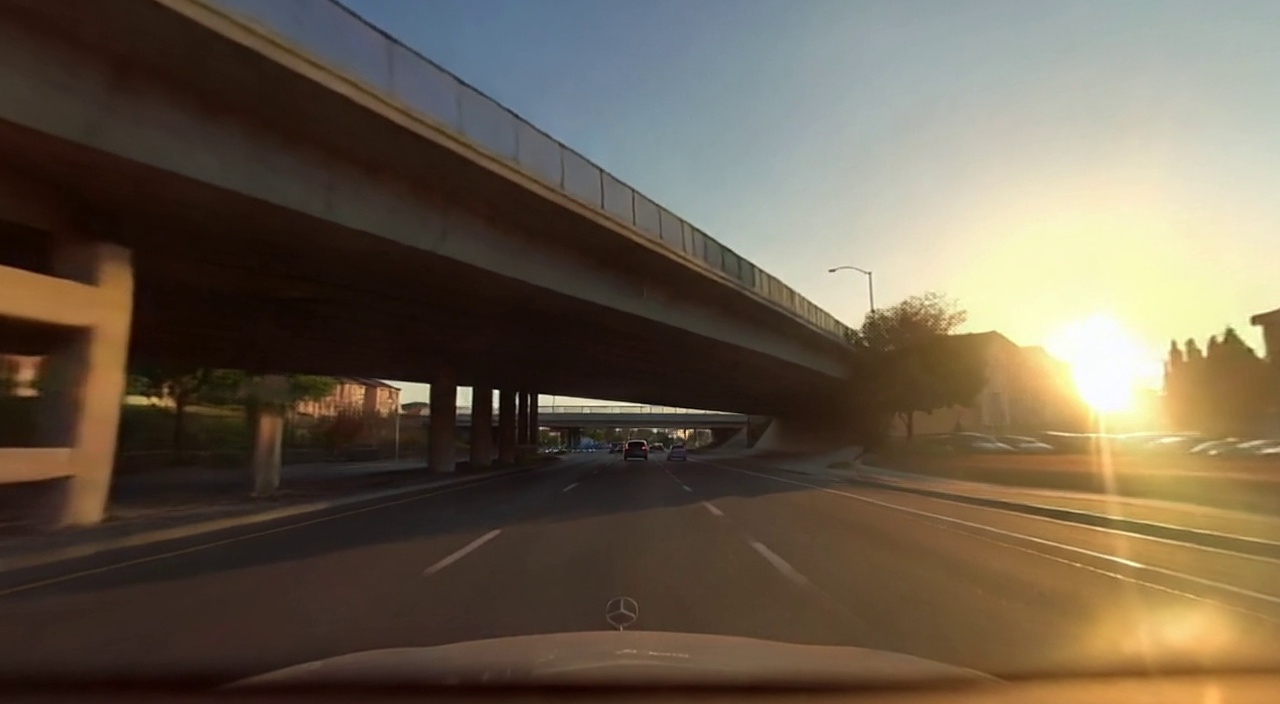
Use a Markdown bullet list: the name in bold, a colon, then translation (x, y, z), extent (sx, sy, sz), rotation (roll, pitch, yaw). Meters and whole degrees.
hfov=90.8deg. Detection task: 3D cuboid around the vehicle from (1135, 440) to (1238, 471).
- **vehicle**: translation (33.672, 6.356, 39.001), extent (4.571, 1.685, 2.006), rotation (-1, -9, -4)
